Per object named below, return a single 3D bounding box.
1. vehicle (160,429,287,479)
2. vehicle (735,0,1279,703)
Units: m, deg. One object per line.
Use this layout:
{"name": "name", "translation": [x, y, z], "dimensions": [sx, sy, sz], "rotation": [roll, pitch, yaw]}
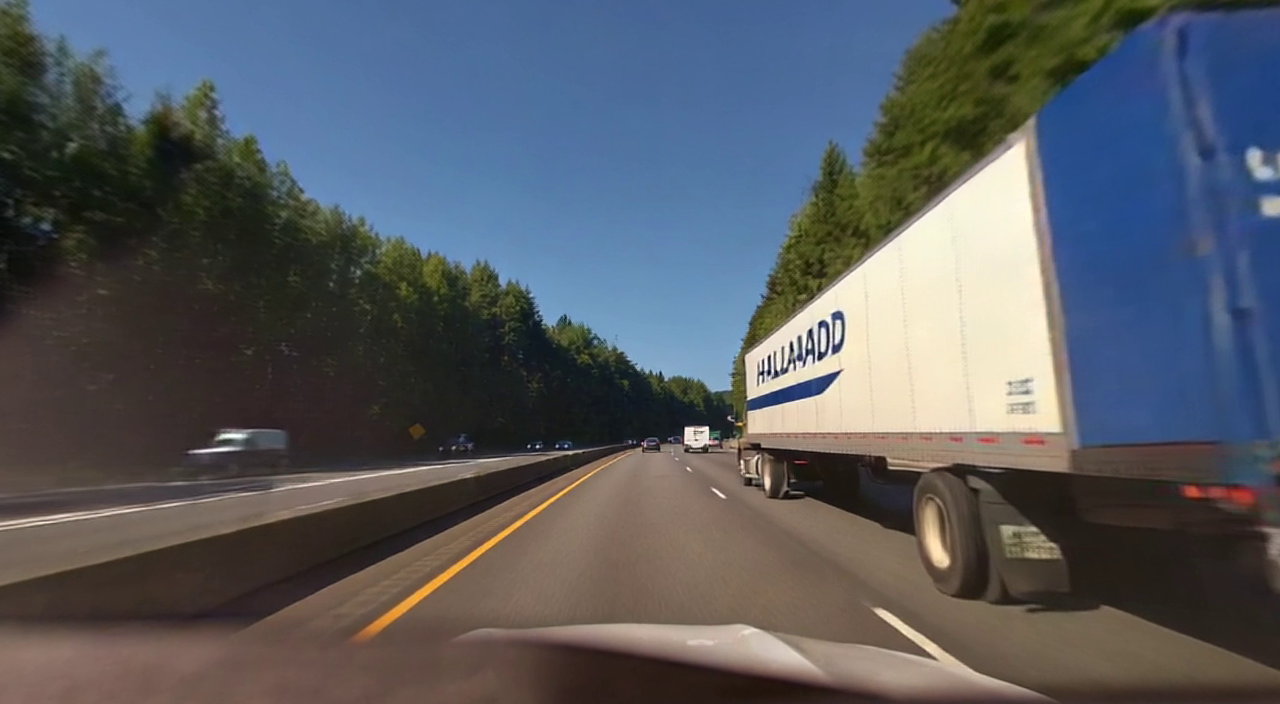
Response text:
{"name": "vehicle", "translation": [-18.231, 4.456, 27.950], "dimensions": [2.129, 1.997, 4.953], "rotation": [0, -8, 1]}
{"name": "vehicle", "translation": [4.235, 0.537, 9.159], "dimensions": [3.171, 4.072, 13.784], "rotation": [0, -8, -2]}
